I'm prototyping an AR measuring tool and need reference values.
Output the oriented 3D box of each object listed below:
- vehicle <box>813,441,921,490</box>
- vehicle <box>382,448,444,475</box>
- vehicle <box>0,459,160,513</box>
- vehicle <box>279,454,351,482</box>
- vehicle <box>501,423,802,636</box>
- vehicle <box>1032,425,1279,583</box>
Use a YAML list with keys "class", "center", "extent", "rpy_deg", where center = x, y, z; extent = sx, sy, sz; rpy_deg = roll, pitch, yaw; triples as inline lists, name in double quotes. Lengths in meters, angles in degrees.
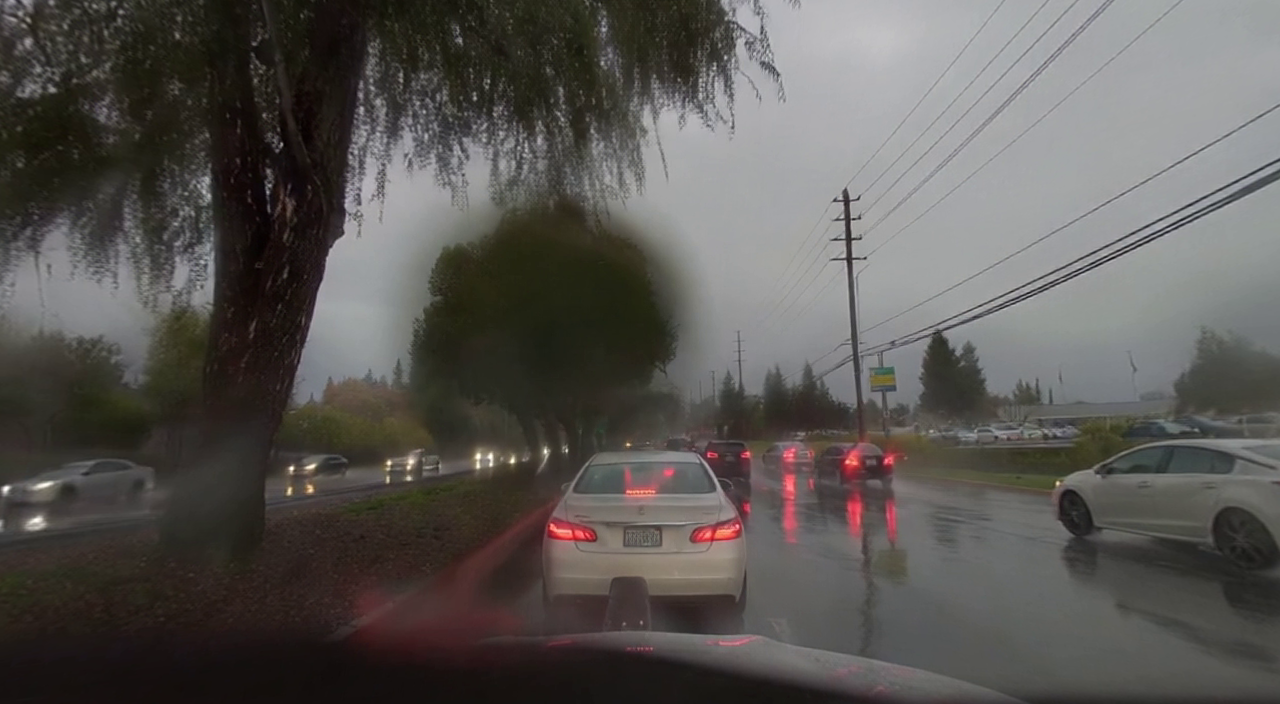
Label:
- class: "vehicle"
  center: [7.371, 3.704, 21.029]
  extent: [1.899, 1.458, 4.499]
  rpy_deg: [0, -8, 0]
- class: "vehicle"
  center: [-15.007, 7.240, 42.014]
  extent: [2.291, 1.682, 4.835]
  rpy_deg: [0, -8, 0]
- class: "vehicle"
  center: [-18.970, 4.401, 21.171]
  extent: [1.884, 1.466, 4.821]
  rpy_deg: [0, -8, 0]
- class: "vehicle"
  center: [-19.164, 6.851, 37.424]
  extent: [1.853, 1.489, 4.449]
  rpy_deg: [0, -8, 0]
- class: "vehicle"
  center: [0.069, 1.542, 6.475]
  extent: [2.108, 1.479, 3.935]
  rpy_deg: [0, -8, 0]
- class: "vehicle"
  center: [6.997, 1.662, 7.482]
  extent: [1.850, 1.480, 4.474]
  rpy_deg: [0, -8, 1]
